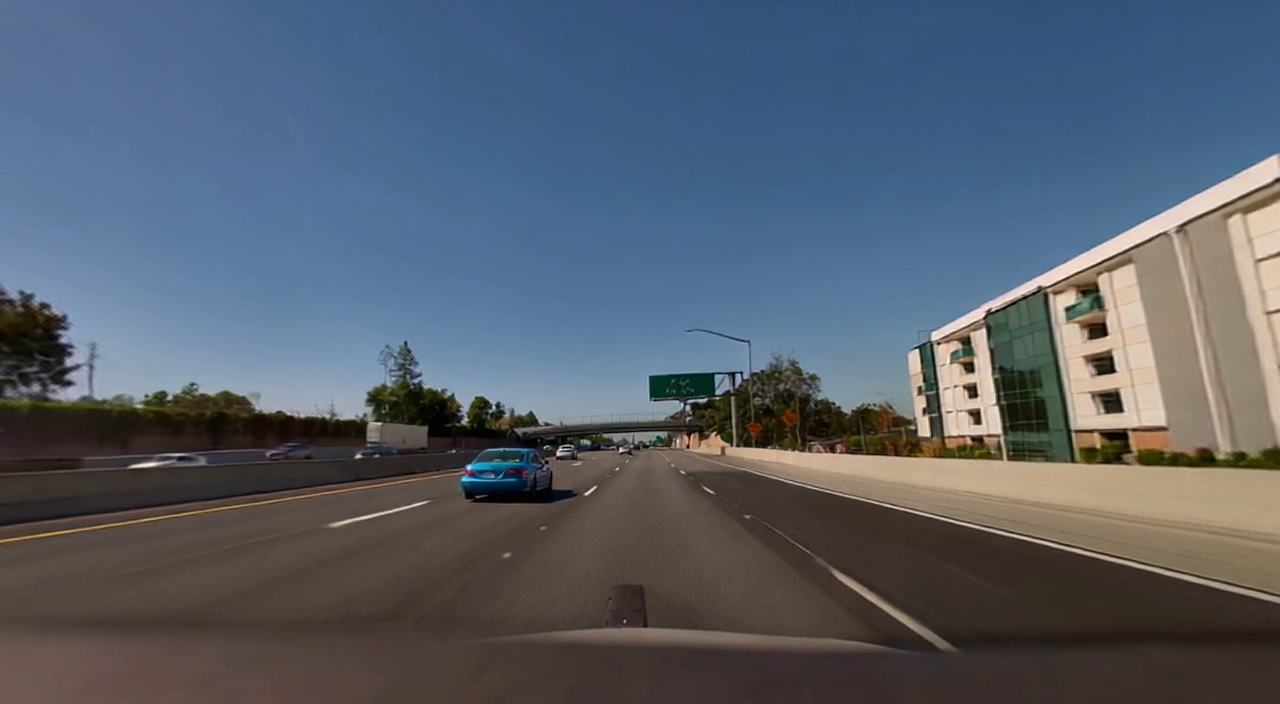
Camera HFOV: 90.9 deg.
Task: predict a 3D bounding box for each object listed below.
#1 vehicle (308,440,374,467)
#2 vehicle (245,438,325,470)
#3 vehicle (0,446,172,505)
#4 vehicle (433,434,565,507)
[{"bbox_3d":[-20.232,6.886,42.920,2.045,1.748,4.757,0,-9,1],"label":"vehicle"},{"bbox_3d":[-23.915,6.913,42.775,2.198,2.010,5.484,0,-9,1],"label":"vehicle"},{"bbox_3d":[-16.802,3.550,18.672,1.980,1.500,4.894,0,-9,2],"label":"vehicle"},{"bbox_3d":[-3.371,2.960,16.280,2.144,1.565,4.951,0,-9,1],"label":"vehicle"}]
